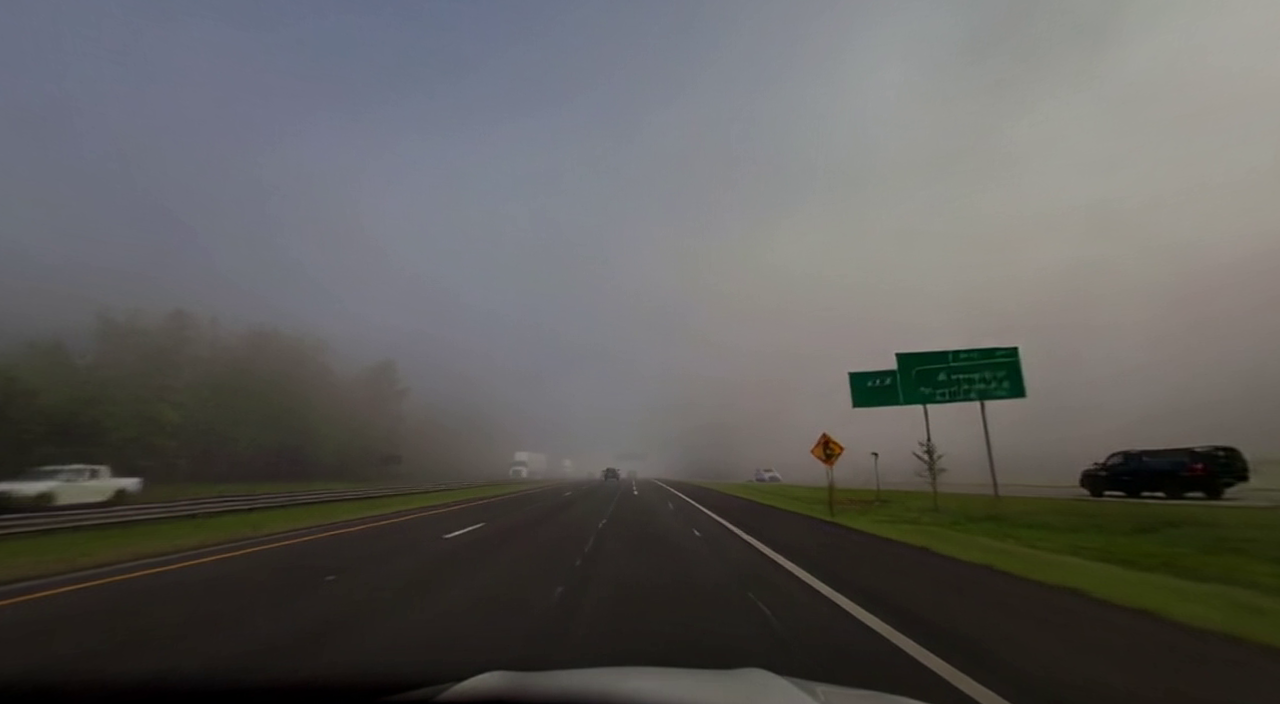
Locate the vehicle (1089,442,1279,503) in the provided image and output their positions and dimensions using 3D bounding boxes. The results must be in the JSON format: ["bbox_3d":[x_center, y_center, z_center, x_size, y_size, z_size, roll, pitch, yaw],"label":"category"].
[{"bbox_3d":[15.685,3.524,18.461,1.973,1.540,3.978,1,-11,-3],"label":"vehicle"}]
